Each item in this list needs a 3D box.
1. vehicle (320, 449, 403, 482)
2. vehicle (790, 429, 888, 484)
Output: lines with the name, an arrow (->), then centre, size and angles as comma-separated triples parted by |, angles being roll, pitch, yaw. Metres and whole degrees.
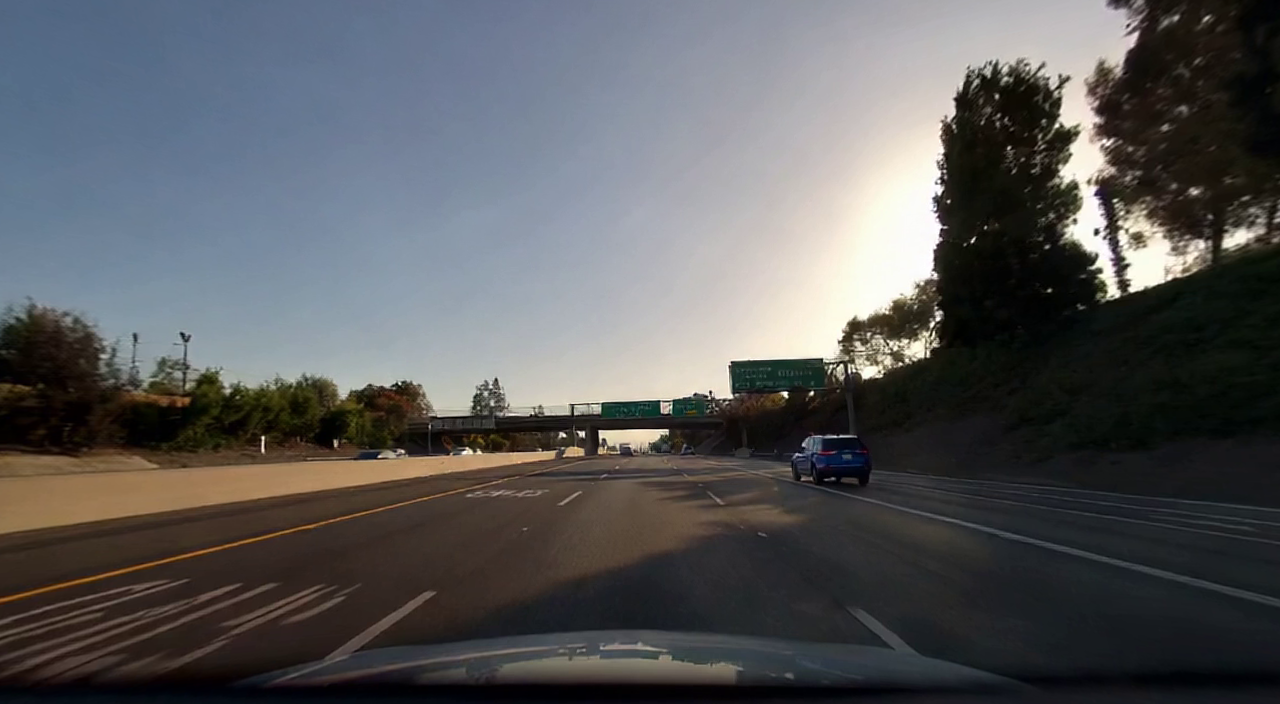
vehicle -> -13.514, 5.537, 31.012 | 1.896, 1.470, 4.544 | 0, -9, 2
vehicle -> 7.535, 4.009, 24.449 | 2.222, 1.899, 4.595 | 0, -9, -1
